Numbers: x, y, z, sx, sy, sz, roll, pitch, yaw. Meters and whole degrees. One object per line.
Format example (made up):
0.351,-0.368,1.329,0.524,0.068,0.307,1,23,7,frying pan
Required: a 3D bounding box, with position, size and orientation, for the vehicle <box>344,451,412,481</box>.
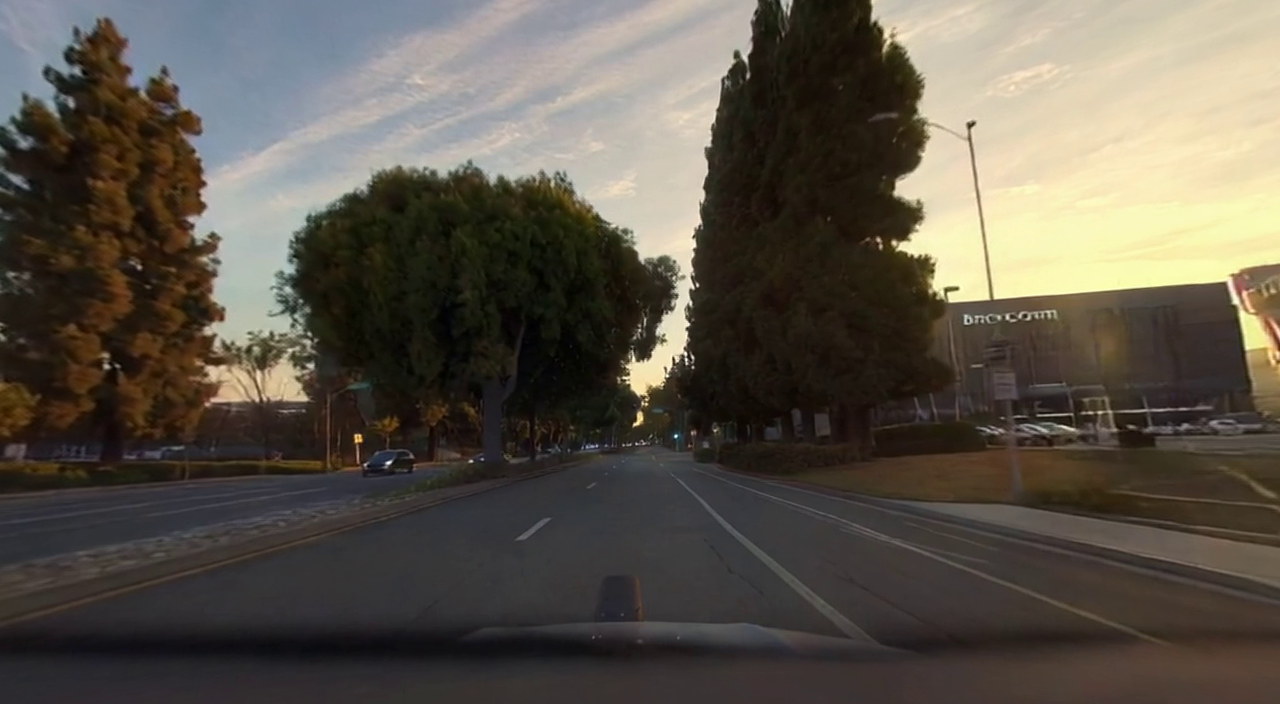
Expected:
-15.085,6.569,36.645,1.819,1.552,4.361,-1,-8,4,vehicle
